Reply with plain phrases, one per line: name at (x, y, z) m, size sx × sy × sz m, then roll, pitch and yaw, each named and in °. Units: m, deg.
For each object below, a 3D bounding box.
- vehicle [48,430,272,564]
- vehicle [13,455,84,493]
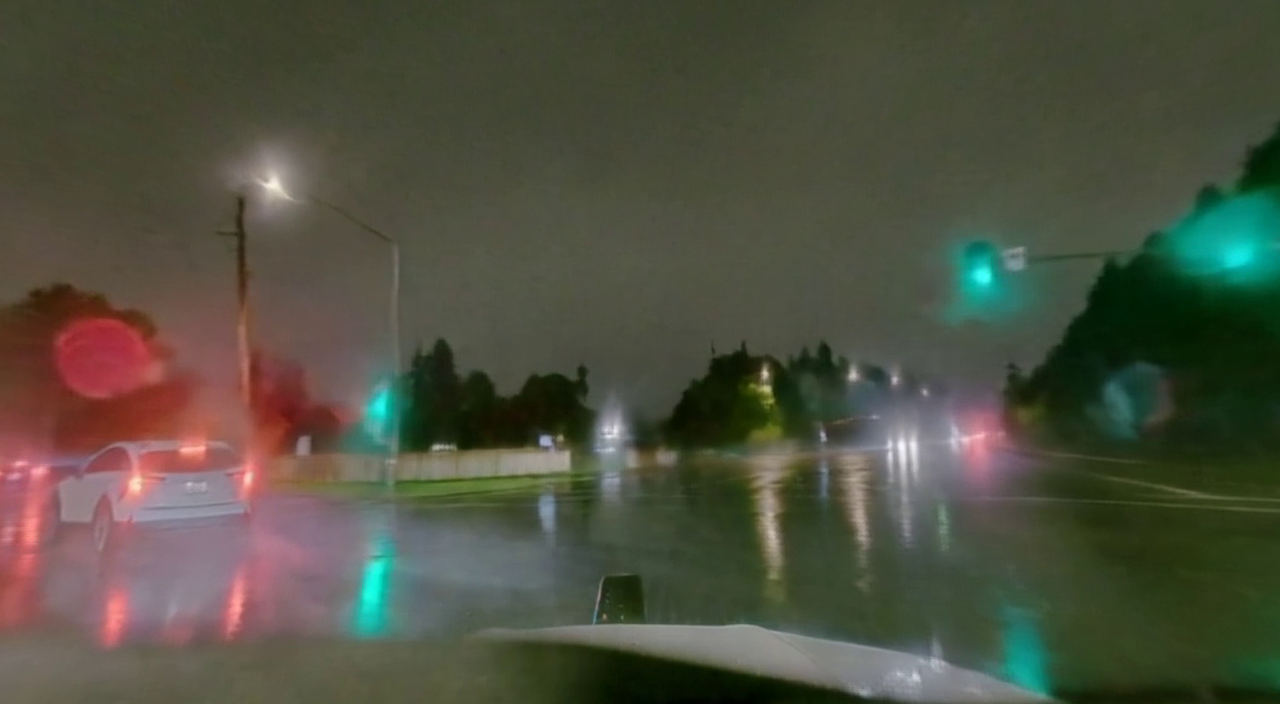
vehicle at (-8.598, 2.374, 11.169) m, size 4.580 × 1.827 × 2.230 m, roll -8°, pitch -12°, yaw 43°
vehicle at (-26.693, 5.428, 28.443) m, size 4.655 × 1.476 × 1.929 m, roll -8°, pitch -13°, yaw 44°
